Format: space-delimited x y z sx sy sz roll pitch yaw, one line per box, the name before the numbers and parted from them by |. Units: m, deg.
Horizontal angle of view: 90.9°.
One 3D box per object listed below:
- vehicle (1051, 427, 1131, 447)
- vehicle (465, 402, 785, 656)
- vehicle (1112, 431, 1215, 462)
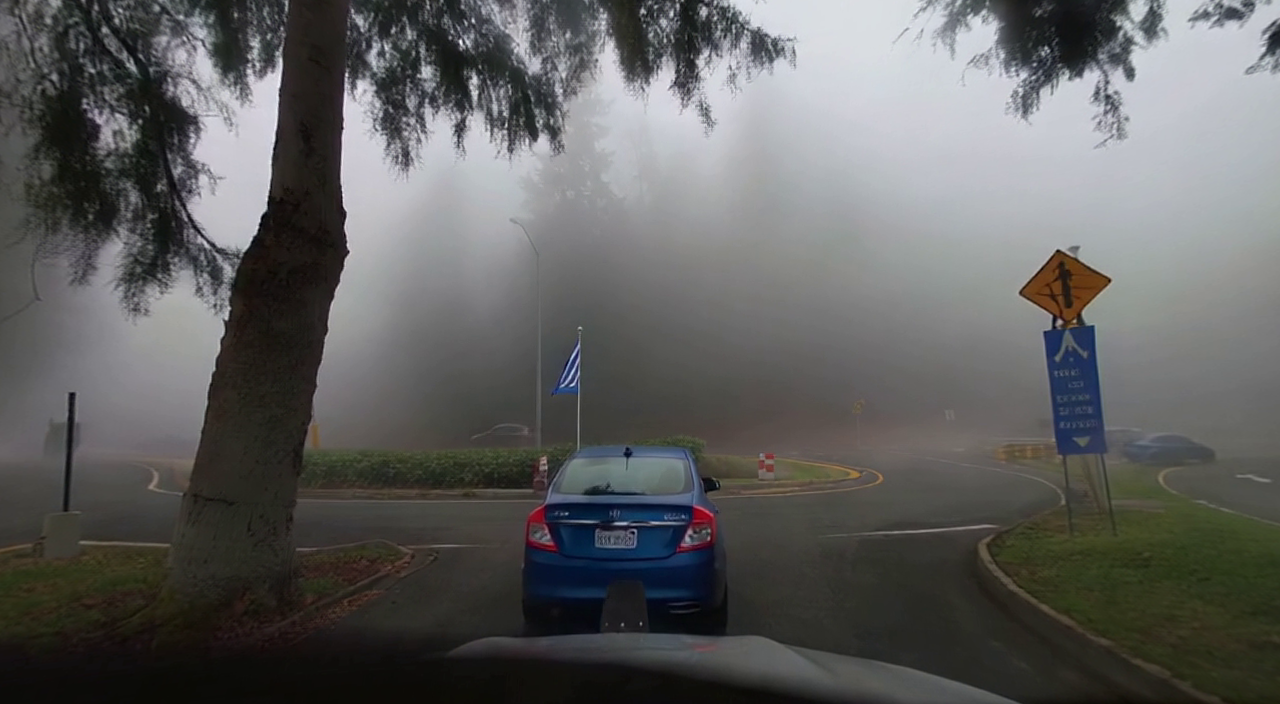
vehicle | 35.280 6.686 49.415 4.652 1.498 1.783 -2 -9 10
vehicle | 0.032 1.466 6.172 2.078 1.607 4.010 -1 -9 4
vehicle | 29.795 5.405 35.923 4.485 1.691 2.132 2 -9 -14
